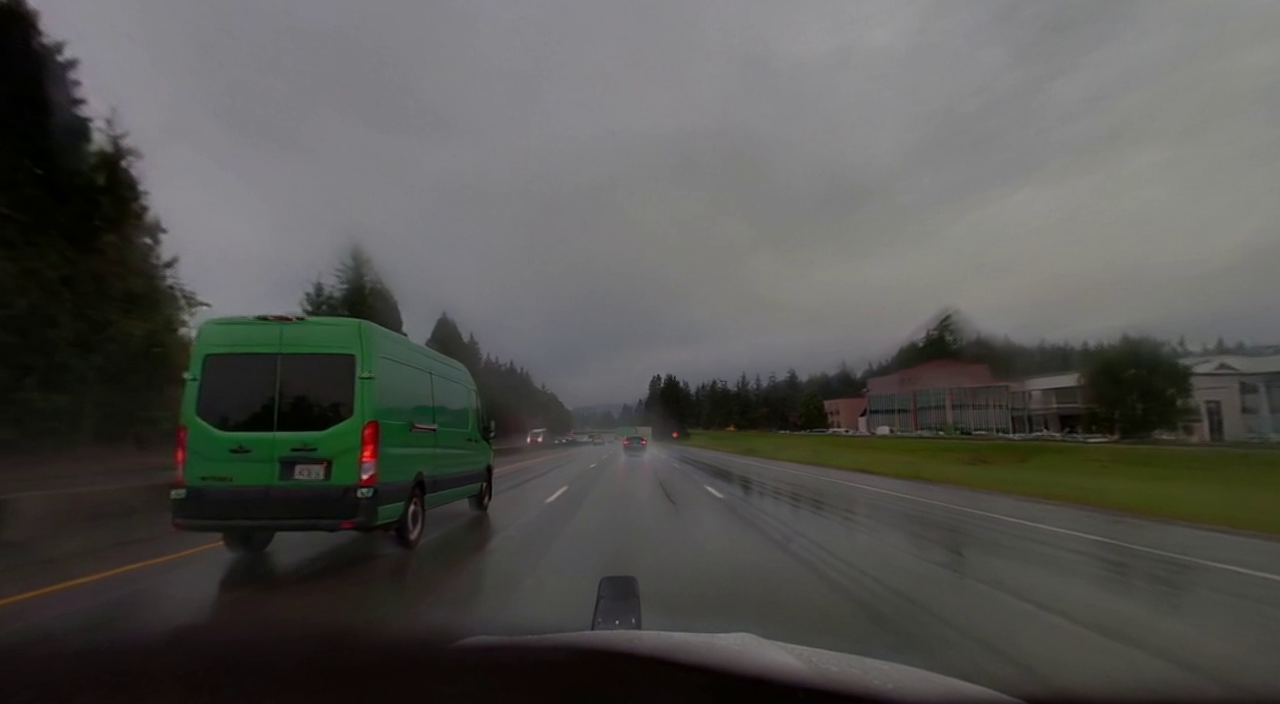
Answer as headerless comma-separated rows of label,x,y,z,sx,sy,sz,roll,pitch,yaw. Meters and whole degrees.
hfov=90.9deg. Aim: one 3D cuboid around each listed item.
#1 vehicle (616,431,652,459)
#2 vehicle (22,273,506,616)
vehicle,-0.370,5.718,38.996,2.104,1.646,4.176,0,-8,-1
vehicle,-3.414,1.047,7.705,2.424,2.577,5.828,0,-8,-2
